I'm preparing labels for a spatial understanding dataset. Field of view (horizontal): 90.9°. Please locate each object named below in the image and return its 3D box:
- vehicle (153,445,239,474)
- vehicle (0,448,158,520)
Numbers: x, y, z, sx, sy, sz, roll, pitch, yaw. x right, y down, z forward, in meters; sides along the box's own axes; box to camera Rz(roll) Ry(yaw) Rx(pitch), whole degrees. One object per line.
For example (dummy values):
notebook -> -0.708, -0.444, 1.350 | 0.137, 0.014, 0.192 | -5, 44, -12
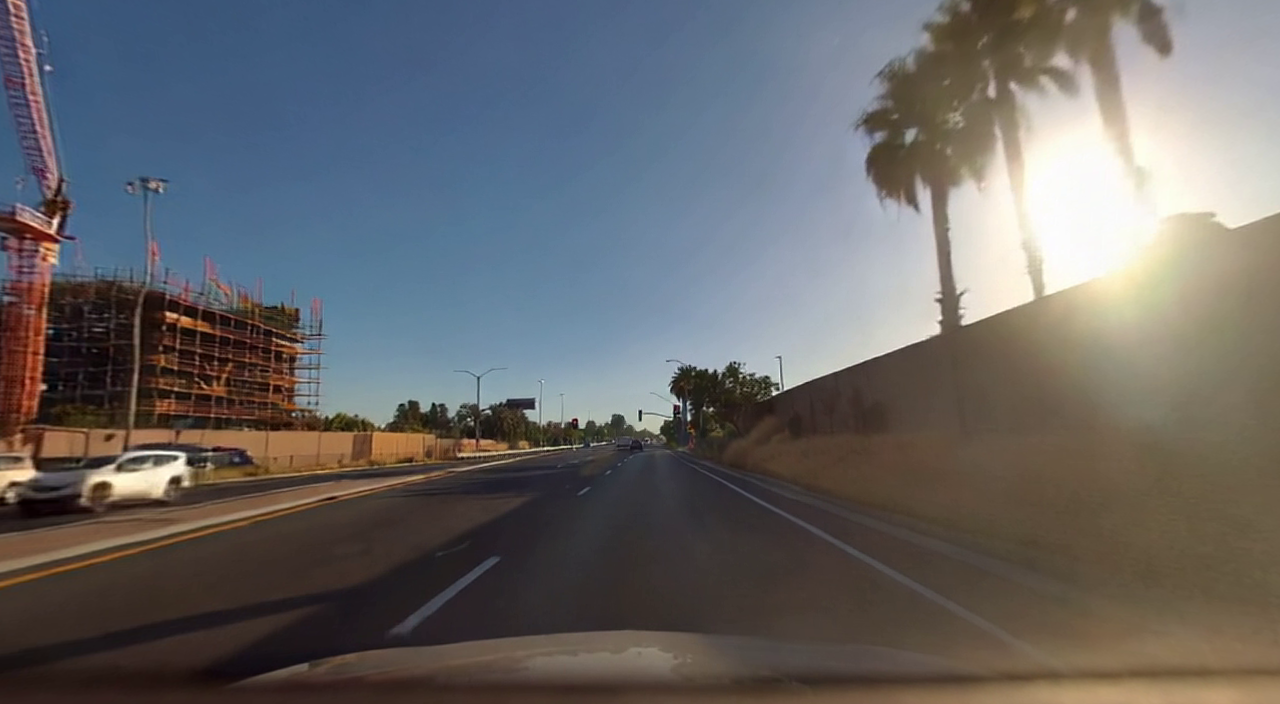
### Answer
vehicle -> -29.528, 7.117, 42.186 | 2.213, 1.795, 5.964 | 1, -8, -9
vehicle -> -14.745, 3.128, 15.522 | 2.113, 1.478, 4.828 | 0, -8, -3
